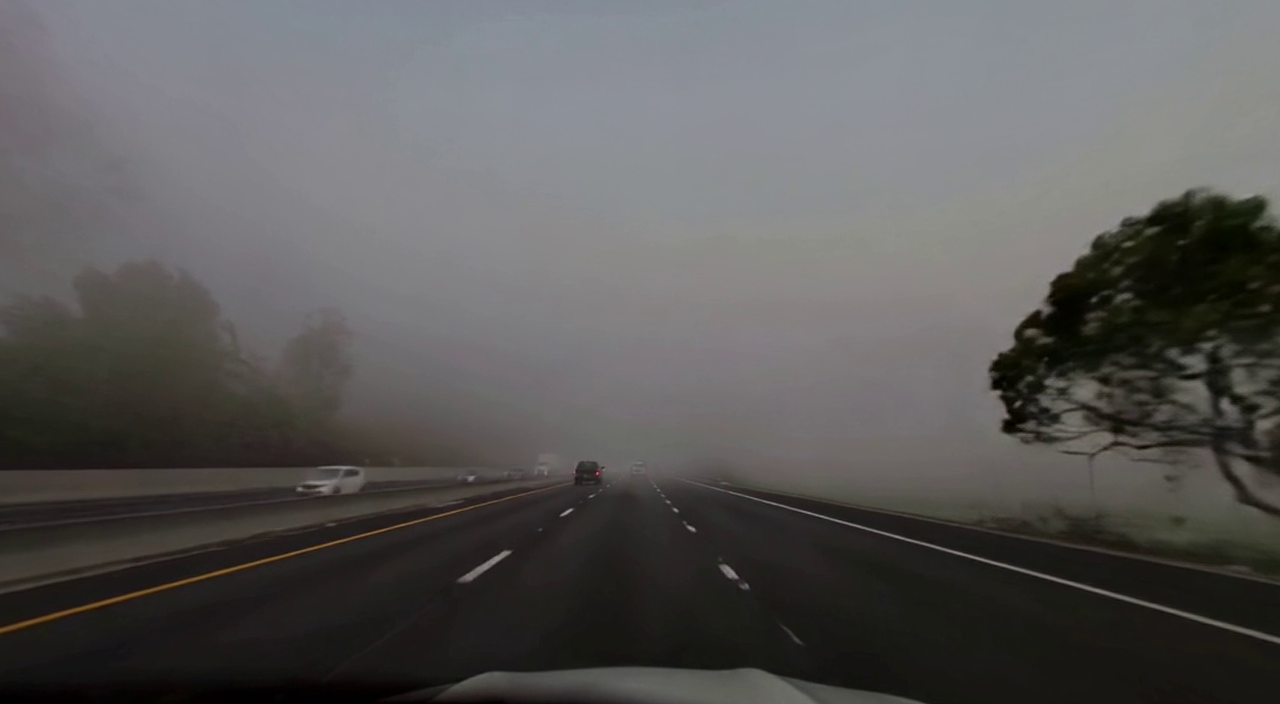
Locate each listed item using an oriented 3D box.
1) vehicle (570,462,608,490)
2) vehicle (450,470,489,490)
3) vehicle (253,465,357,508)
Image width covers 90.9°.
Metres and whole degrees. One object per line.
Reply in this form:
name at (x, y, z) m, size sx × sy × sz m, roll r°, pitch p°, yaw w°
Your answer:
vehicle at (-3.549, 8.801, 44.839) m, size 2.233 × 1.791 × 4.981 m, roll 1°, pitch -11°, yaw 0°
vehicle at (-12.624, 9.507, 46.926) m, size 1.660 × 1.407 × 4.064 m, roll 1°, pitch -11°, yaw 1°
vehicle at (-12.610, 5.088, 24.026) m, size 1.839 × 1.462 × 3.751 m, roll 1°, pitch -11°, yaw 0°
